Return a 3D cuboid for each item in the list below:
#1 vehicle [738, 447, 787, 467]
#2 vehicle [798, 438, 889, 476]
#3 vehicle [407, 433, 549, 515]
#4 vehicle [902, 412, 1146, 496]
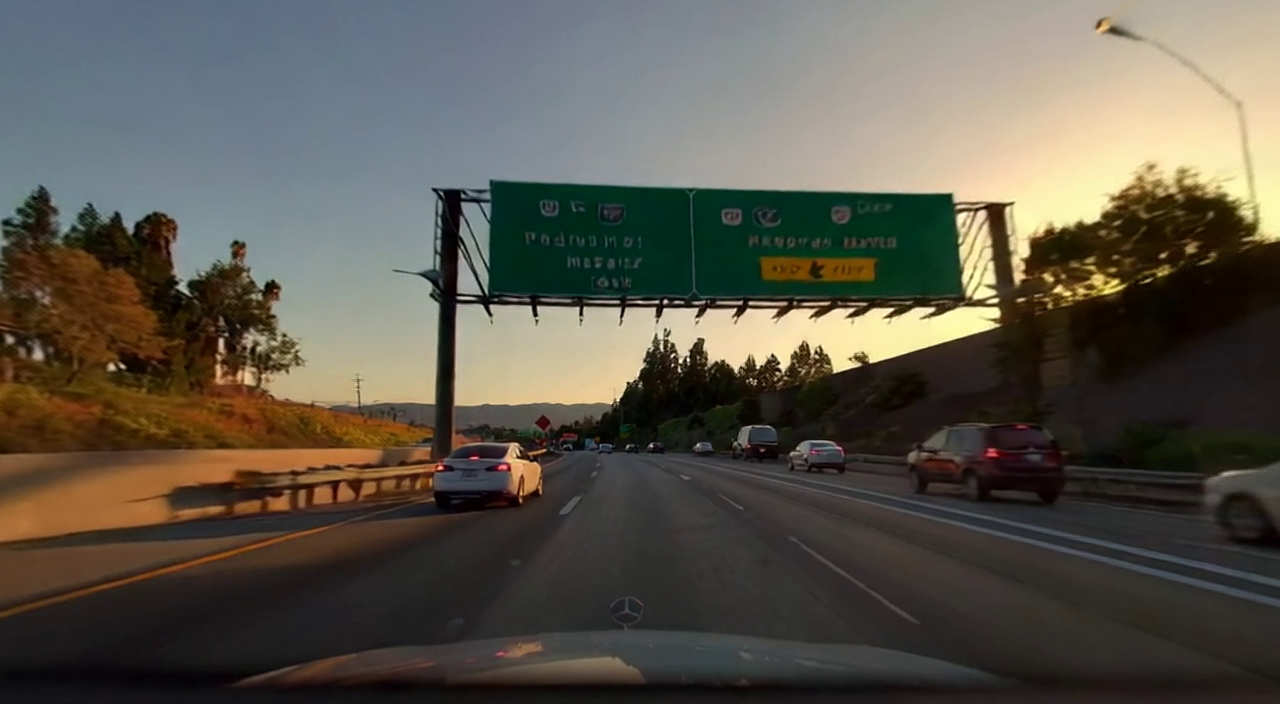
[{"bbox_3d":[7.963,6.864,41.512,1.994,1.237,4.603,0,-8,-4],"label":"vehicle"},{"bbox_3d":[8.731,4.558,27.616,2.052,1.468,5.333,0,-8,-2],"label":"vehicle"},{"bbox_3d":[-3.405,2.646,14.182,2.109,1.536,4.174,0,-8,0],"label":"vehicle"},{"bbox_3d":[8.734,2.408,15.227,2.345,1.637,5.558,0,-8,-1],"label":"vehicle"}]
